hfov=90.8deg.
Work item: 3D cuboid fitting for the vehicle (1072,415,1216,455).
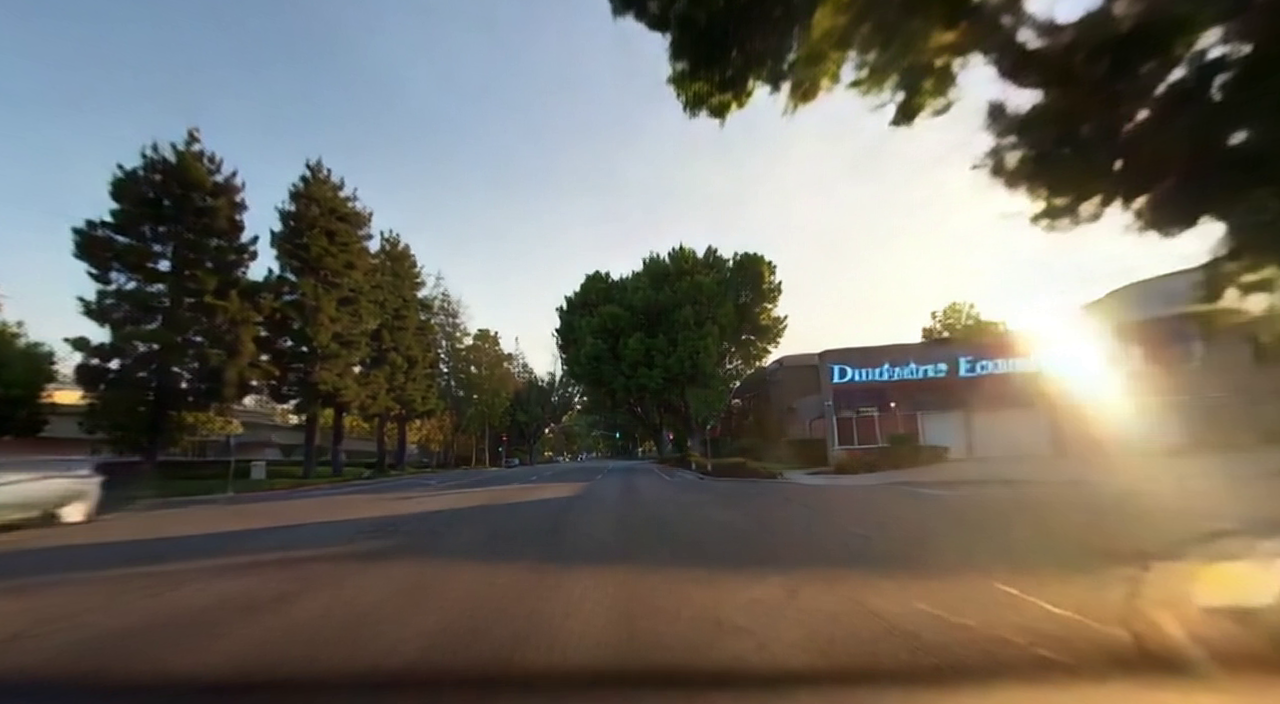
[{"bbox_3d":[21.828,3.710,27.695,2.028,1.584,4.971,0,-9,-3],"label":"vehicle"}]
